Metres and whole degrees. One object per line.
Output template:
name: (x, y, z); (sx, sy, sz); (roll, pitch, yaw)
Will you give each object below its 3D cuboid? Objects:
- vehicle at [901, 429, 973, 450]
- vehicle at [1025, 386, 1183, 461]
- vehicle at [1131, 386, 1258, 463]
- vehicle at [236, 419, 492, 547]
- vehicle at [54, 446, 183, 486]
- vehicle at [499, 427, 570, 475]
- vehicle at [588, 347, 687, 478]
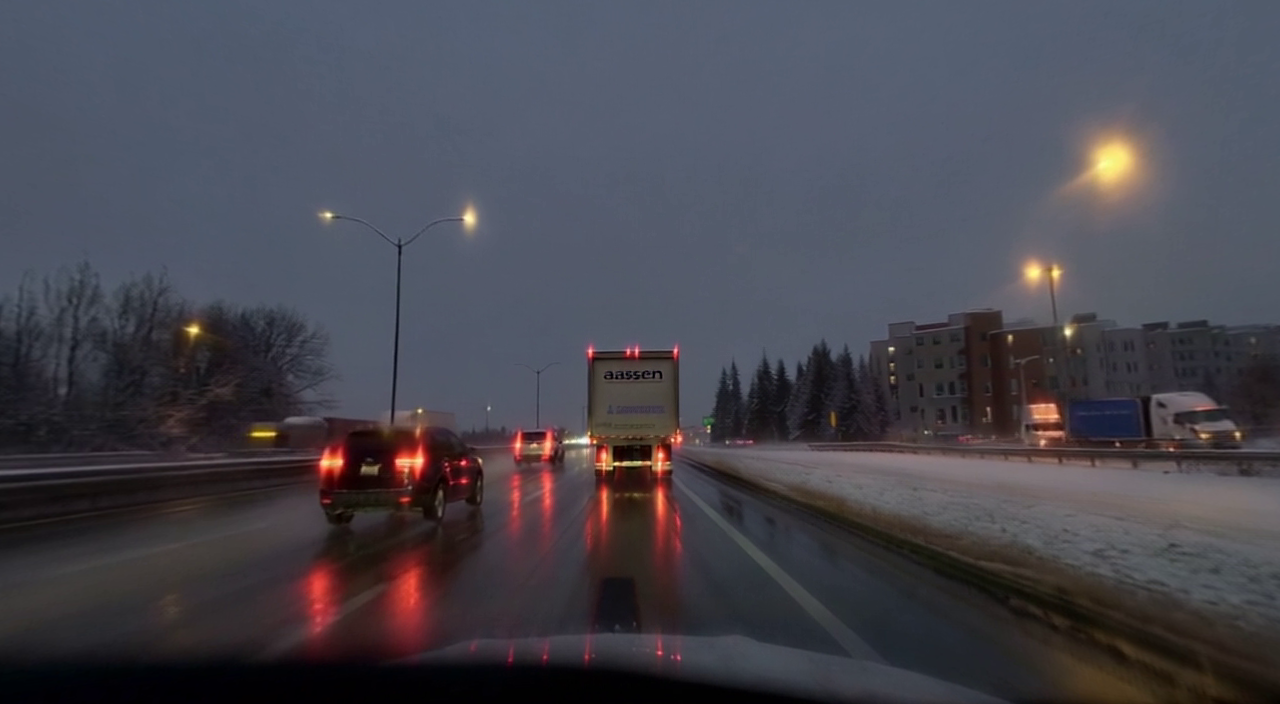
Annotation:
vehicle: (21.921, 6.481, 46.442); (4.324, 1.489, 2.017); (-8, -11, 44)
vehicle: (18.912, 3.010, 26.103); (2.432, 2.753, 5.388); (0, -8, 1)
vehicle: (19.519, 2.590, 22.296); (1.658, 2.523, 2.851); (0, -8, -2)
vehicle: (-3.794, 1.852, 9.692); (1.964, 1.507, 4.361); (0, -8, 0)
vehicle: (-22.727, 4.948, 27.664); (2.036, 1.530, 4.215); (0, -8, 1)
vehicle: (-3.825, 3.652, 23.462); (1.946, 1.599, 4.073); (0, -8, 0)
vehicle: (-0.171, 2.658, 25.809); (3.171, 4.204, 11.036); (0, -8, -1)
